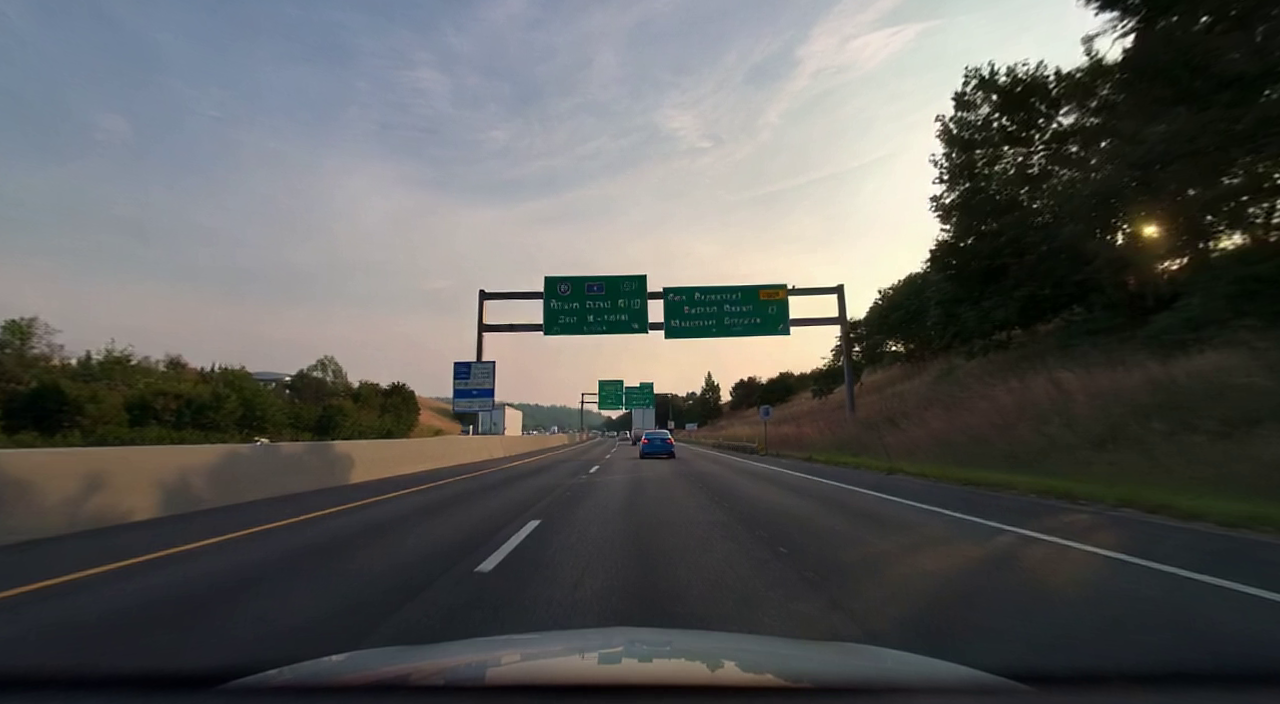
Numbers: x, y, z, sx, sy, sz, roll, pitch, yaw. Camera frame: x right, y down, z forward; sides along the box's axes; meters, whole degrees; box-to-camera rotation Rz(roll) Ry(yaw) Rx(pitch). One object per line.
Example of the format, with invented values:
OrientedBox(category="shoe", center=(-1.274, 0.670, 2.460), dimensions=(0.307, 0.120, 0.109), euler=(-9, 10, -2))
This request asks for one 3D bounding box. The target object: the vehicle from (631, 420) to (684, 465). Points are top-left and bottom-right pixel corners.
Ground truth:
OrientedBox(category="vehicle", center=(0.705, 4.129, 28.915), dimensions=(2.076, 1.914, 4.287), euler=(0, -8, -3))
